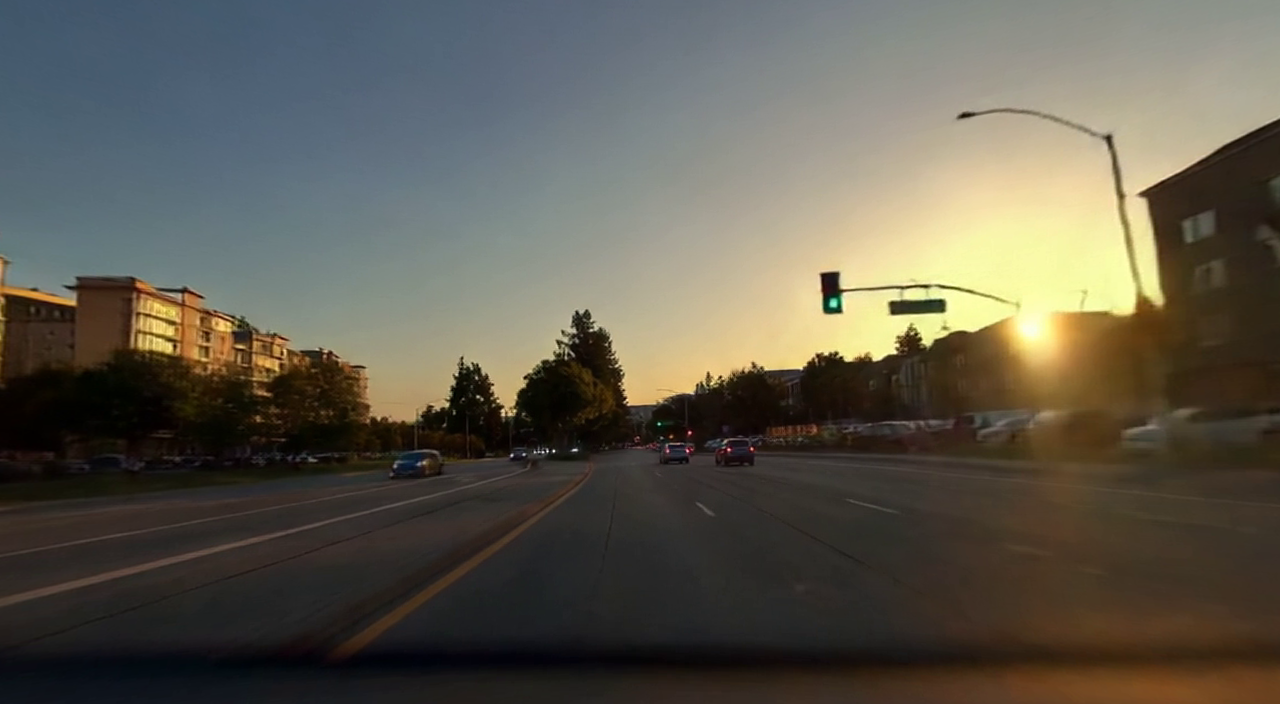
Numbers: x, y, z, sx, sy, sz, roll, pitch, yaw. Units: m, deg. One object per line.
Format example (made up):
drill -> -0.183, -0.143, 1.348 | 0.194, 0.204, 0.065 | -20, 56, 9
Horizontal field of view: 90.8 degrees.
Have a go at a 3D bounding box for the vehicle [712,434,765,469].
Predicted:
vehicle -> 5.357, 5.481, 34.917 | 1.946, 1.773, 4.641 | 0, -9, -3

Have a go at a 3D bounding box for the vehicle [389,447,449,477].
vehicle -> -13.132, 6.512, 37.780 | 1.891, 1.633, 4.737 | 0, -9, 0

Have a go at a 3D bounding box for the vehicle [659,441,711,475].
vehicle -> 2.128, 5.177, 31.015 | 1.917, 1.538, 4.259 | 0, -9, -4
